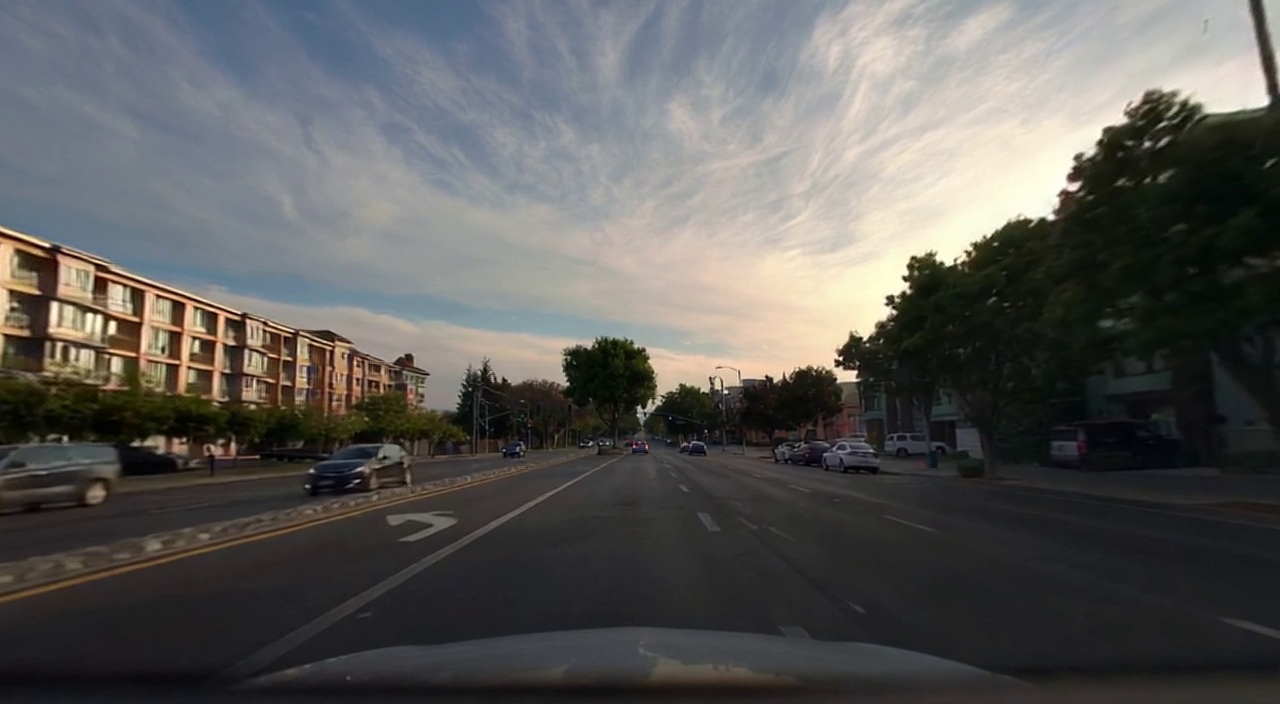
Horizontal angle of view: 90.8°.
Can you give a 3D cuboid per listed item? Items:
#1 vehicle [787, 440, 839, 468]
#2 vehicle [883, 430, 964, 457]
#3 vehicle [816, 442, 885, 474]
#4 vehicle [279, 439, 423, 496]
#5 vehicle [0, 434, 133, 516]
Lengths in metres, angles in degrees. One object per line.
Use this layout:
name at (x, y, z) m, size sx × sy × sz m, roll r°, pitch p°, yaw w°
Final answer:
vehicle at (10.614, 6.292, 39.045) m, size 1.905 × 1.597 × 4.040 m, roll 0°, pitch -9°, yaw -2°
vehicle at (21.136, 6.864, 47.318) m, size 5.047 × 1.904 × 2.012 m, roll 0°, pitch -9°, yaw 2°
vehicle at (10.378, 5.274, 31.542) m, size 1.861 × 1.446 × 4.413 m, roll 0°, pitch -9°, yaw -1°
vehicle at (-8.482, 3.437, 19.114) m, size 2.025 × 1.479 × 4.739 m, roll 0°, pitch -9°, yaw 1°
vehicle at (-15.328, 2.927, 15.211) m, size 2.053 × 1.806 × 4.919 m, roll 0°, pitch -9°, yaw 0°
